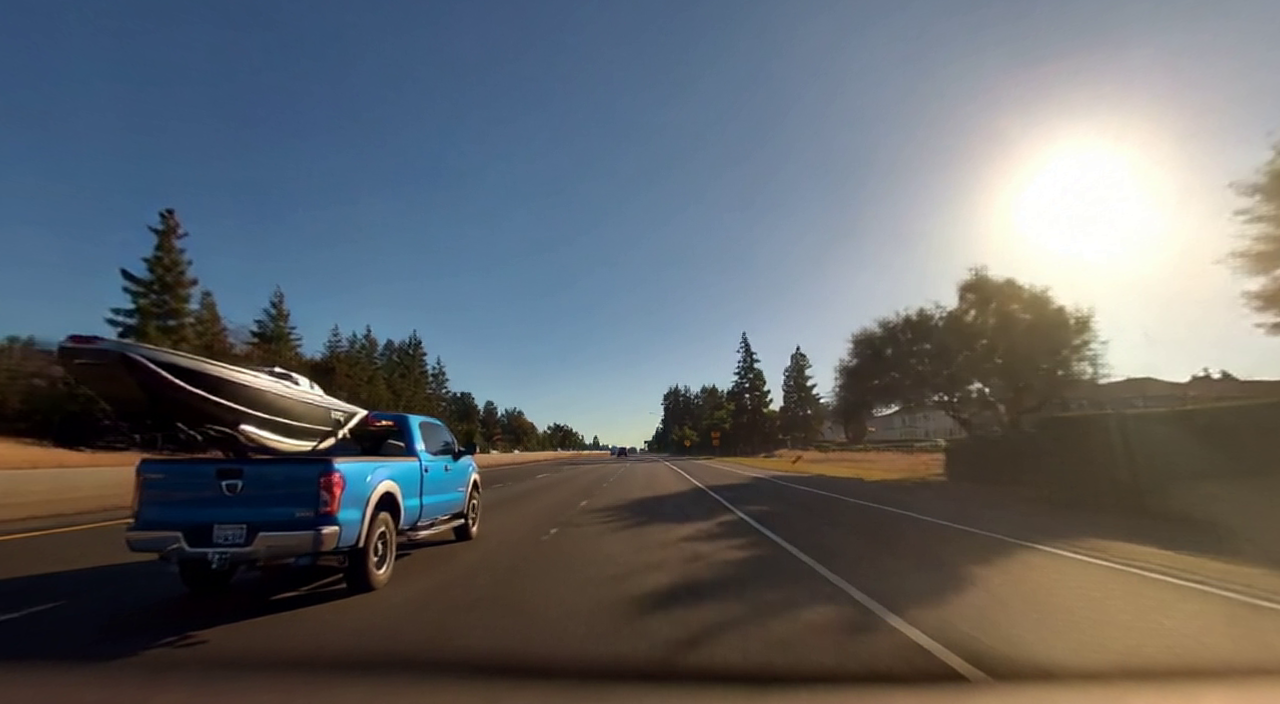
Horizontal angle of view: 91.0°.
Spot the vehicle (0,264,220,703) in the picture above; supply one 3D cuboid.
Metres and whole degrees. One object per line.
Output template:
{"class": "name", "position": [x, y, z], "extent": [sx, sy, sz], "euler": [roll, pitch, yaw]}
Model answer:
{"class": "vehicle", "position": [-3.196, 0.401, 0.412], "extent": [1.919, 1.935, 5.609], "euler": [0, -9, 0]}

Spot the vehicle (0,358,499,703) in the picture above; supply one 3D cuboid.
{"class": "vehicle", "position": [-3.086, 1.315, 5.960], "extent": [2.202, 1.836, 5.009], "euler": [0, -9, 2]}
